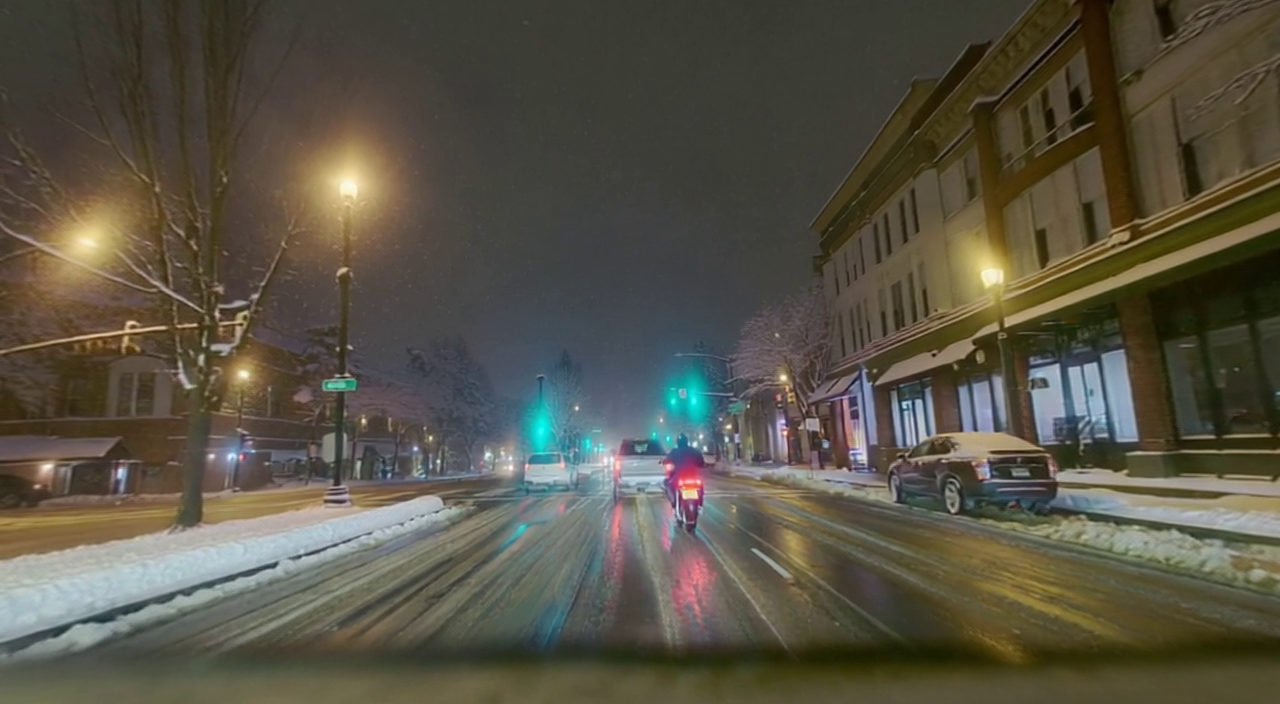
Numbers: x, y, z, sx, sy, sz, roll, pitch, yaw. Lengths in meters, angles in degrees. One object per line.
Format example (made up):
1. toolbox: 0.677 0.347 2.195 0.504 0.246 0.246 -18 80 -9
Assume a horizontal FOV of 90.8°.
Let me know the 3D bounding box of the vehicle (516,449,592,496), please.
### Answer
1. vehicle: -2.986 4.287 22.952 2.014 1.470 4.552 0 -8 1

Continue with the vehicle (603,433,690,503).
1. vehicle: 0.170 3.305 18.469 2.223 1.775 4.250 0 -8 0

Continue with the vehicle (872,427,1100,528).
1. vehicle: 7.166 2.633 13.918 2.018 1.772 4.968 0 -9 -2
